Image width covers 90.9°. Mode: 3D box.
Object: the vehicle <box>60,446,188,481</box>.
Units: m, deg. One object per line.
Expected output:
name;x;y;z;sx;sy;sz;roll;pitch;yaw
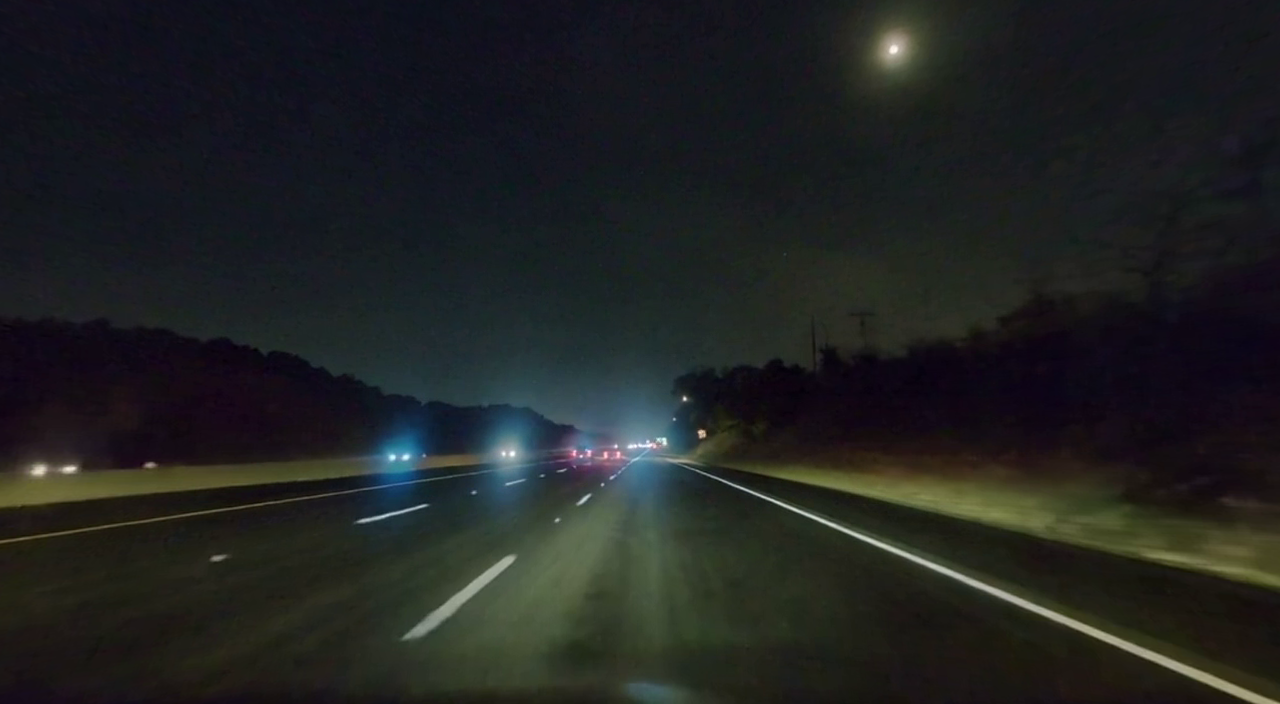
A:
vehicle;-22.950;4.937;28.312;1.811;1.423;4.503;0;-8;2

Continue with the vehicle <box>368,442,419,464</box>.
vehicle;-19.093;7.829;49.045;1.918;1.593;4.638;-1;-8;3
